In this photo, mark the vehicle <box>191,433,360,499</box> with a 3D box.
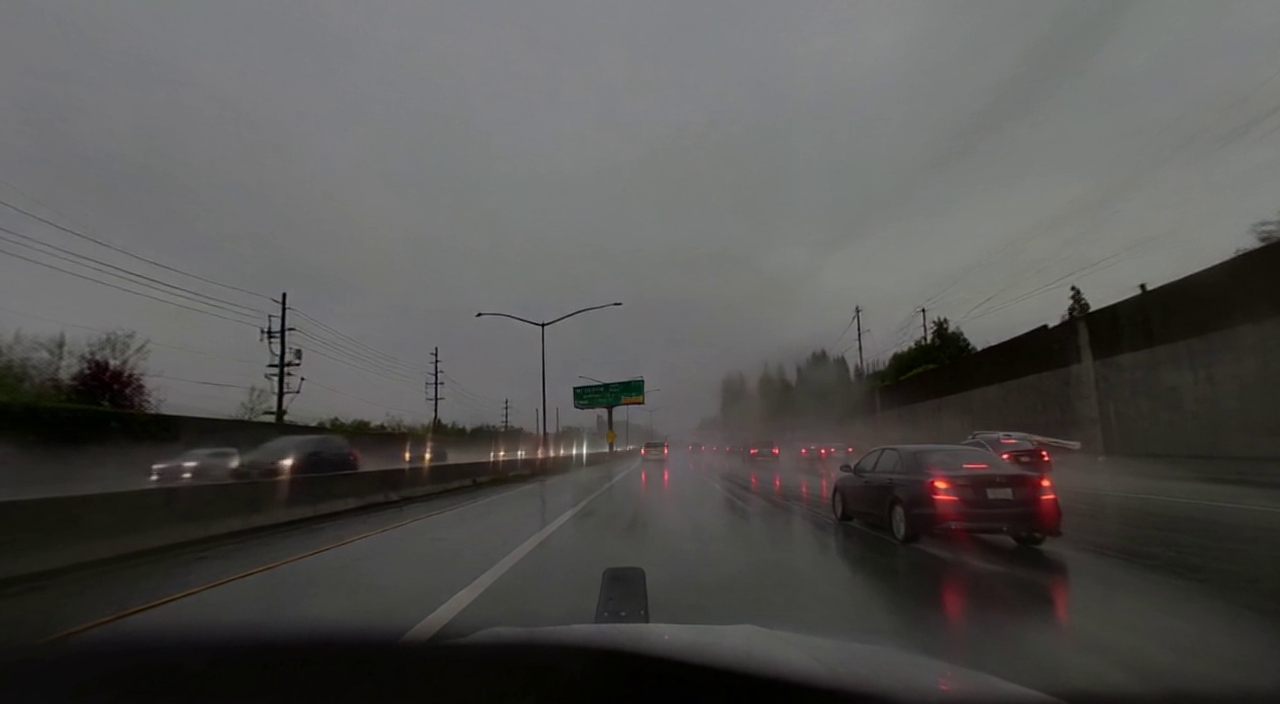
[{"bbox_3d":[-10.101,3.175,18.001,1.984,1.635,4.525,0,-8,2],"label":"vehicle"}]

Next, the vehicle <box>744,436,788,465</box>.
[{"bbox_3d":[8.393,6.615,42.504,2.041,1.821,4.562,0,-8,1],"label":"vehicle"}]

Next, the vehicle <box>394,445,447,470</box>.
[{"bbox_3d":[-16.266,7.811,47.032,2.048,1.727,4.903,0,-8,2],"label":"vehicle"}]

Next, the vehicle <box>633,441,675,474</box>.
[{"bbox_3d":[0.721,5.422,32.692,2.042,1.581,3.769,0,-8,1],"label":"vehicle"}]

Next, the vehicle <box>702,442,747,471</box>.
[{"bbox_3d":[4.535,5.670,34.321,1.936,1.465,4.060,0,-8,0],"label":"vehicle"}]

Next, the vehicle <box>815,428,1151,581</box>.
[{"bbox_3d":[3.965,1.818,8.416,1.986,1.478,4.429,0,-8,0],"label":"vehicle"}]
